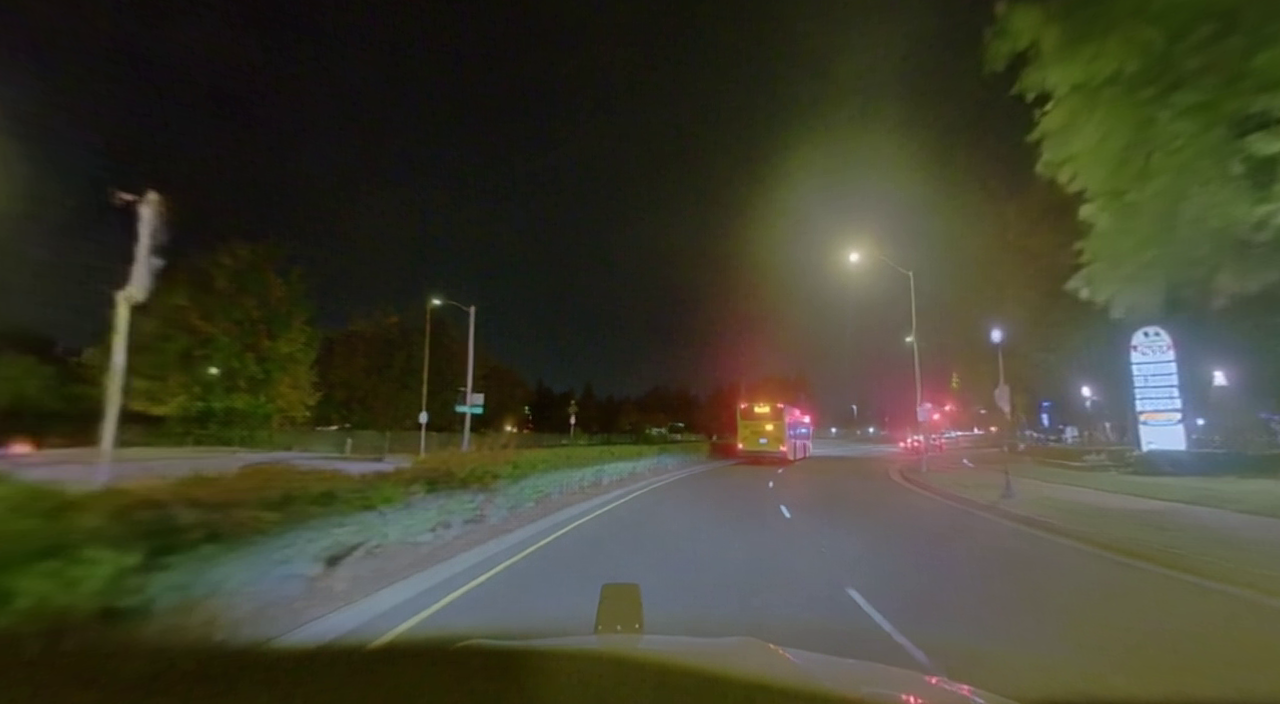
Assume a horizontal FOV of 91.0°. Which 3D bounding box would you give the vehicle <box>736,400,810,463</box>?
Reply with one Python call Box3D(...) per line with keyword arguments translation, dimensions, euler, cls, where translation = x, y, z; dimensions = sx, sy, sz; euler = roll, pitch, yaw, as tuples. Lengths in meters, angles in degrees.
Box3D(translation=(8.696, 5.163, 39.951), dimensions=(3.031, 3.429, 11.005), euler=(-3, -9, 19), cls="vehicle")
